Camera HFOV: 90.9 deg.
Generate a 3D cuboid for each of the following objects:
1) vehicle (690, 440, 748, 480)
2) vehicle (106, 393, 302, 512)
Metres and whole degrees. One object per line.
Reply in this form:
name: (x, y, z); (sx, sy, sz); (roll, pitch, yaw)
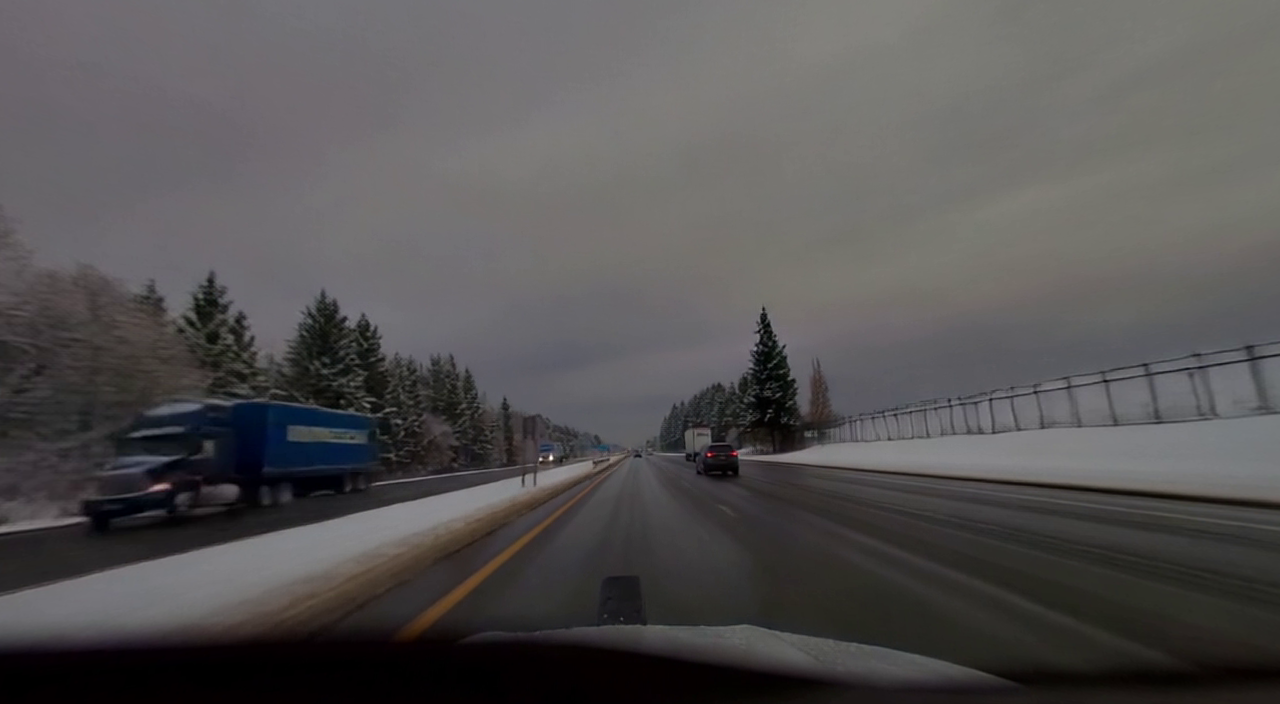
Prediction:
vehicle: (3.597, 5.038, 29.564); (2.093, 1.742, 4.167); (0, -9, -1)
vehicle: (-15.890, 3.754, 23.691); (3.003, 3.859, 5.899); (0, -9, -1)
